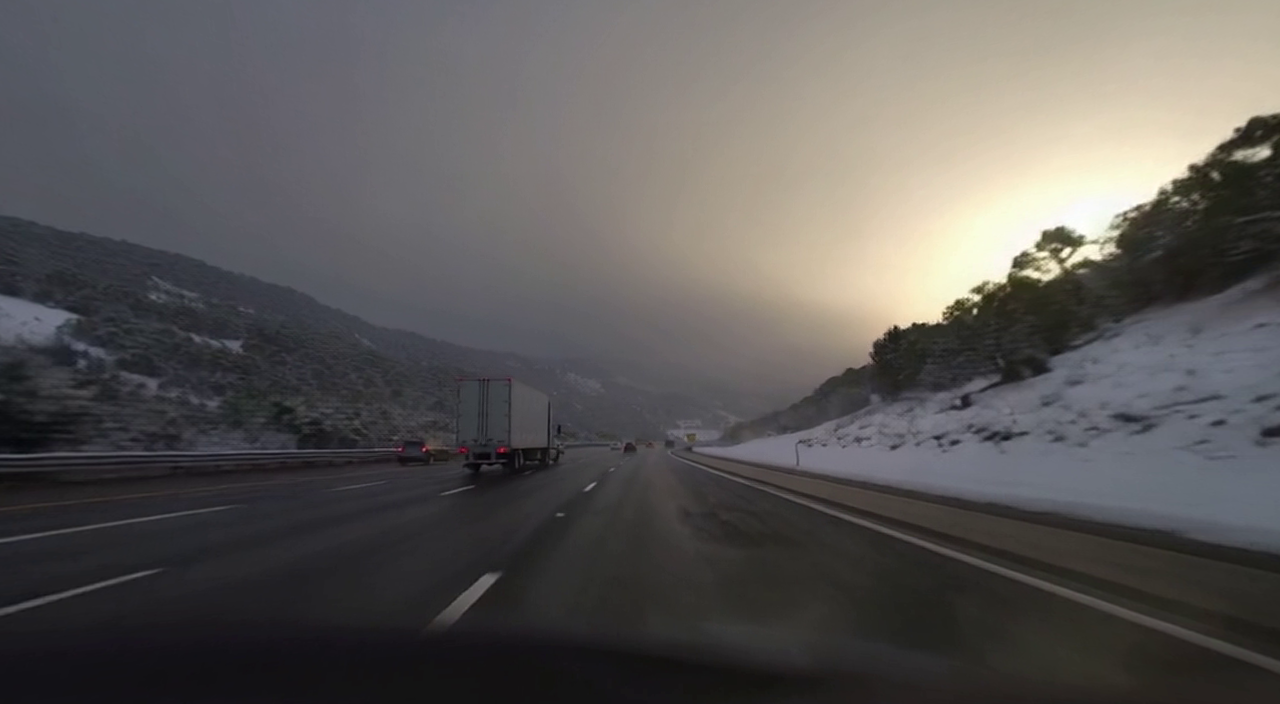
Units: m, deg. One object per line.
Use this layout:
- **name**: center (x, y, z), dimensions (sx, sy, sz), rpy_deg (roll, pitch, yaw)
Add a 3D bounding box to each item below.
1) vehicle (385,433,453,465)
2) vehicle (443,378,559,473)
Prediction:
- **vehicle**: center (-13.783, 6.098, 39.563), dimensions (2.130, 1.828, 5.523), rpy_deg (0, -8, 1)
- **vehicle**: center (-6.332, 3.774, 31.040), dimensions (2.981, 3.860, 11.022), rpy_deg (0, -8, 1)
